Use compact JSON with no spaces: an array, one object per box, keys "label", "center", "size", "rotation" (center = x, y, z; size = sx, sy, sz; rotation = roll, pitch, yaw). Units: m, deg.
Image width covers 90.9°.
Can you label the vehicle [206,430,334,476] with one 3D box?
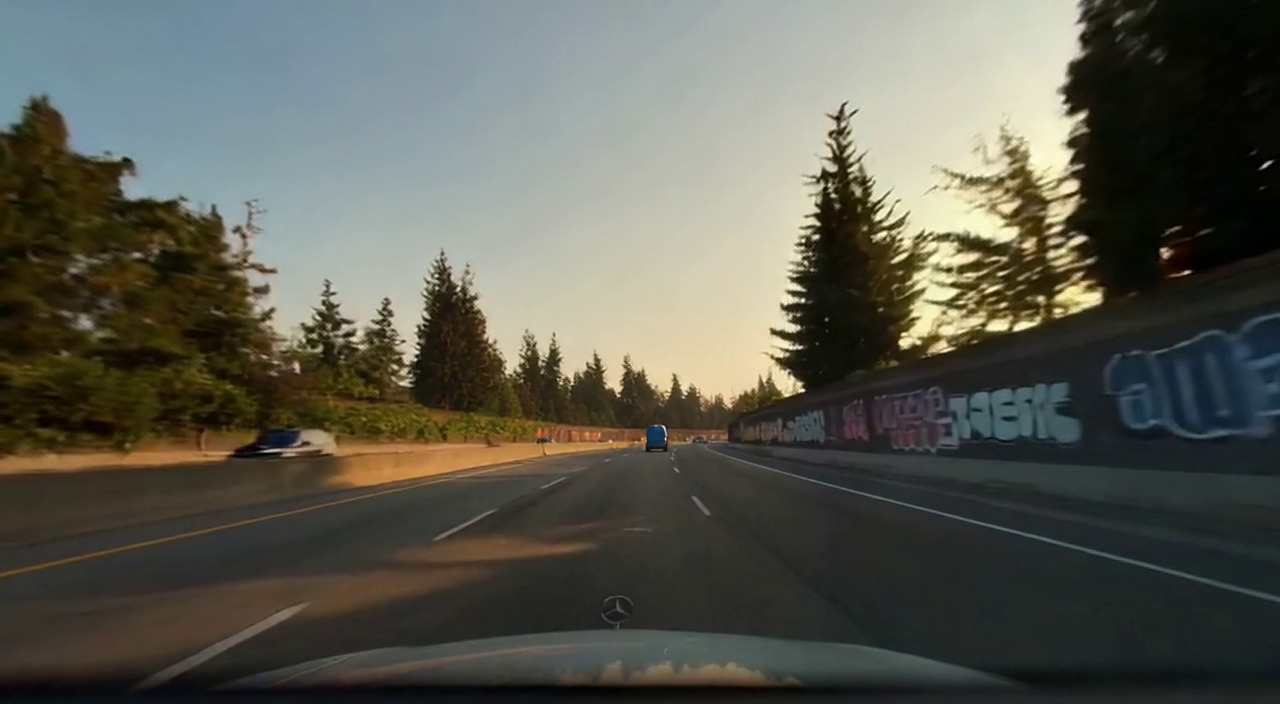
[{"label":"vehicle","center":[-13.438,3.655,23.255],"size":[1.864,1.511,4.523],"rotation":[0,-8,2]}]
